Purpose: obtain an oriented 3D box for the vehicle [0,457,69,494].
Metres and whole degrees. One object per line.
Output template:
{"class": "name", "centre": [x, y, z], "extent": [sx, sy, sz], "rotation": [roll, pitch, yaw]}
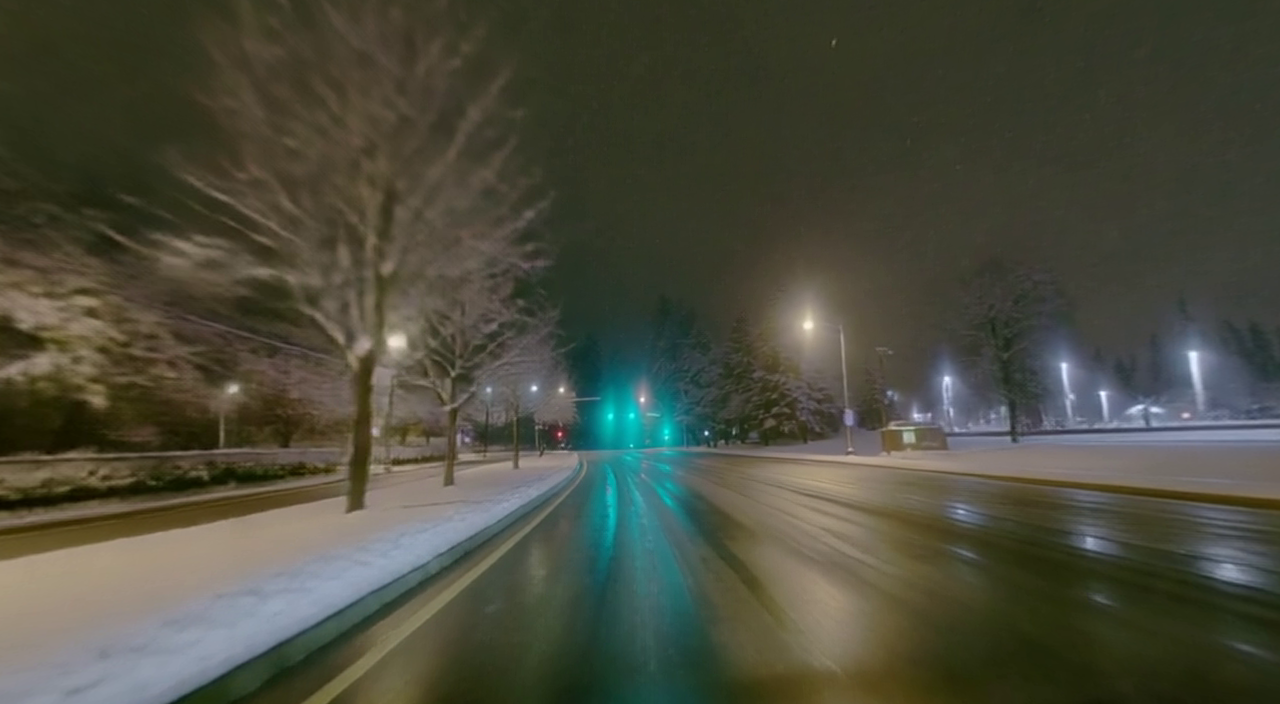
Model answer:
{"class": "vehicle", "centre": [-28.067, 5.423, 27.789], "extent": [1.863, 1.468, 4.560], "rotation": [0, -8, -4]}
